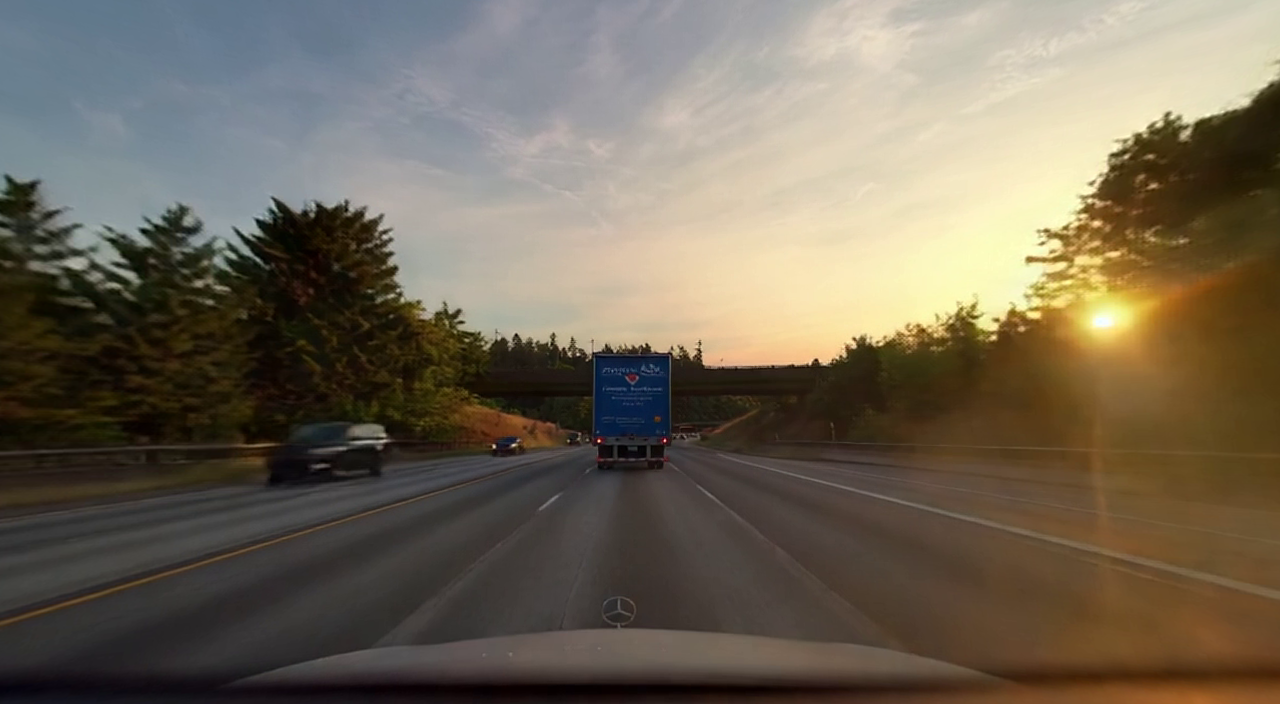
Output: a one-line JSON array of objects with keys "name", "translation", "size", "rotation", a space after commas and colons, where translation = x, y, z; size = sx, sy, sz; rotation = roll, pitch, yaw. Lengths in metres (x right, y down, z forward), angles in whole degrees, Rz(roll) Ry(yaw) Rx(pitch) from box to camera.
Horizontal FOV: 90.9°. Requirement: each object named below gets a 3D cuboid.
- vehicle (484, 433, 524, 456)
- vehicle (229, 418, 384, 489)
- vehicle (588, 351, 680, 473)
[{"name": "vehicle", "translation": [-9.204, 6.301, 42.911], "size": [1.872, 1.461, 3.966], "rotation": [-1, -8, 0]}, {"name": "vehicle", "translation": [-8.847, 2.718, 17.200], "size": [2.043, 1.672, 4.101], "rotation": [0, -8, -1]}, {"name": "vehicle", "translation": [-0.419, 2.566, 25.139], "size": [2.895, 3.861, 10.213], "rotation": [0, -8, -3]}]
